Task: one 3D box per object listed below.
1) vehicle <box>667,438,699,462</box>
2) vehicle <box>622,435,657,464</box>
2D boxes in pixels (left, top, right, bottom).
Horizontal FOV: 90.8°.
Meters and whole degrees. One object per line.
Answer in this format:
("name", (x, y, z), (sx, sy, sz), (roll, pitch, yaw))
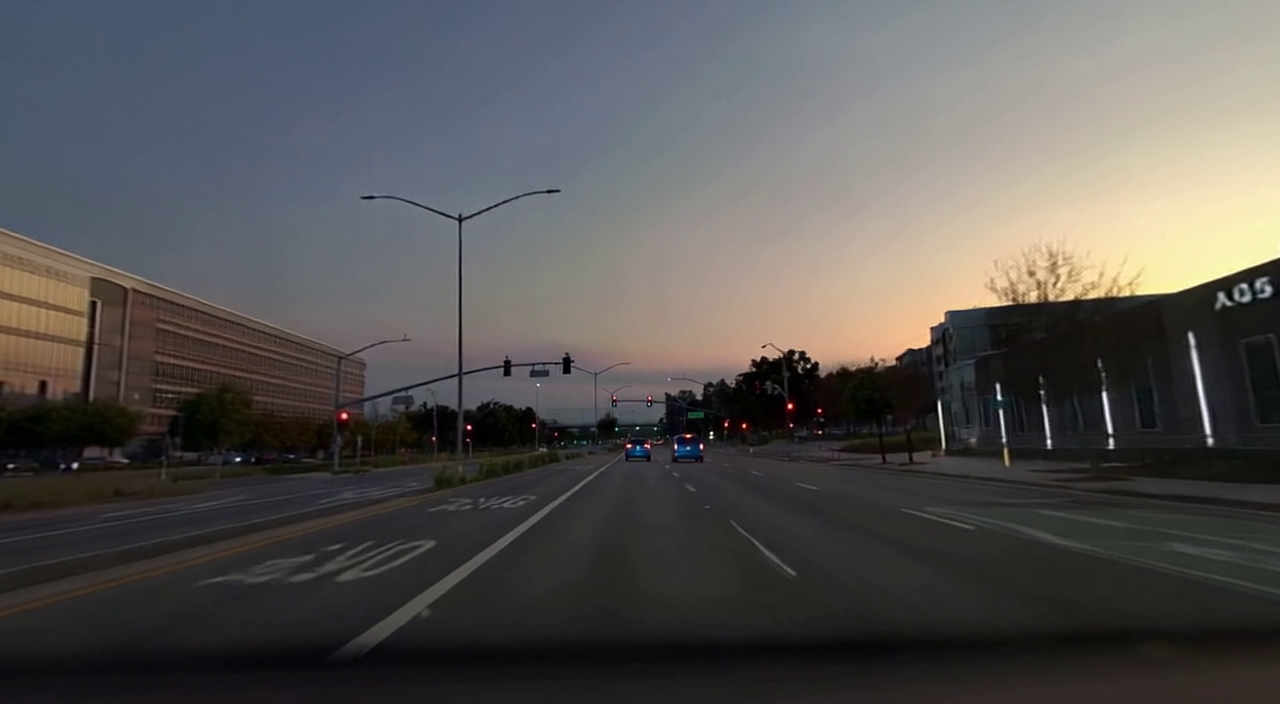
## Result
("vehicle", (3.317, 7.631, 49.298), (2.107, 1.736, 4.228), (0, -8, -2))
("vehicle", (-0.096, 7.084, 46.123), (2.413, 1.939, 4.716), (0, -8, -2))
